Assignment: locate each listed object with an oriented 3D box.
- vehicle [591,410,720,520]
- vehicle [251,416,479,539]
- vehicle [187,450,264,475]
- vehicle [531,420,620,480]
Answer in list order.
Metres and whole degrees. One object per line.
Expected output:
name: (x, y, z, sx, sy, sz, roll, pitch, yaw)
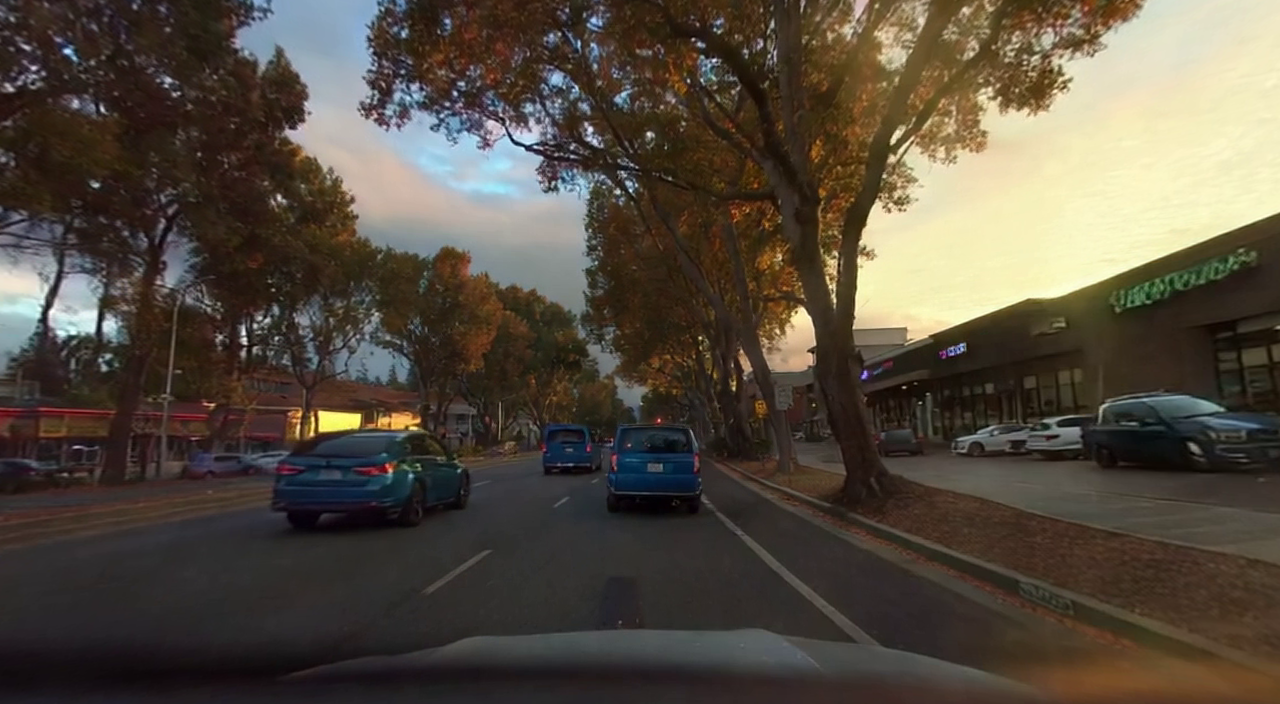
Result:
vehicle: (0.316, 2.223, 12.825, 2.173, 1.830, 4.189, 0, -9, 2)
vehicle: (-4.484, 2.119, 11.341, 2.116, 1.714, 4.757, 0, -9, -3)
vehicle: (-32.641, 8.664, 49.935, 1.977, 1.788, 4.978, -2, -9, 13)
vehicle: (-2.352, 3.837, 24.944, 2.486, 2.074, 5.456, -1, -9, 5)
